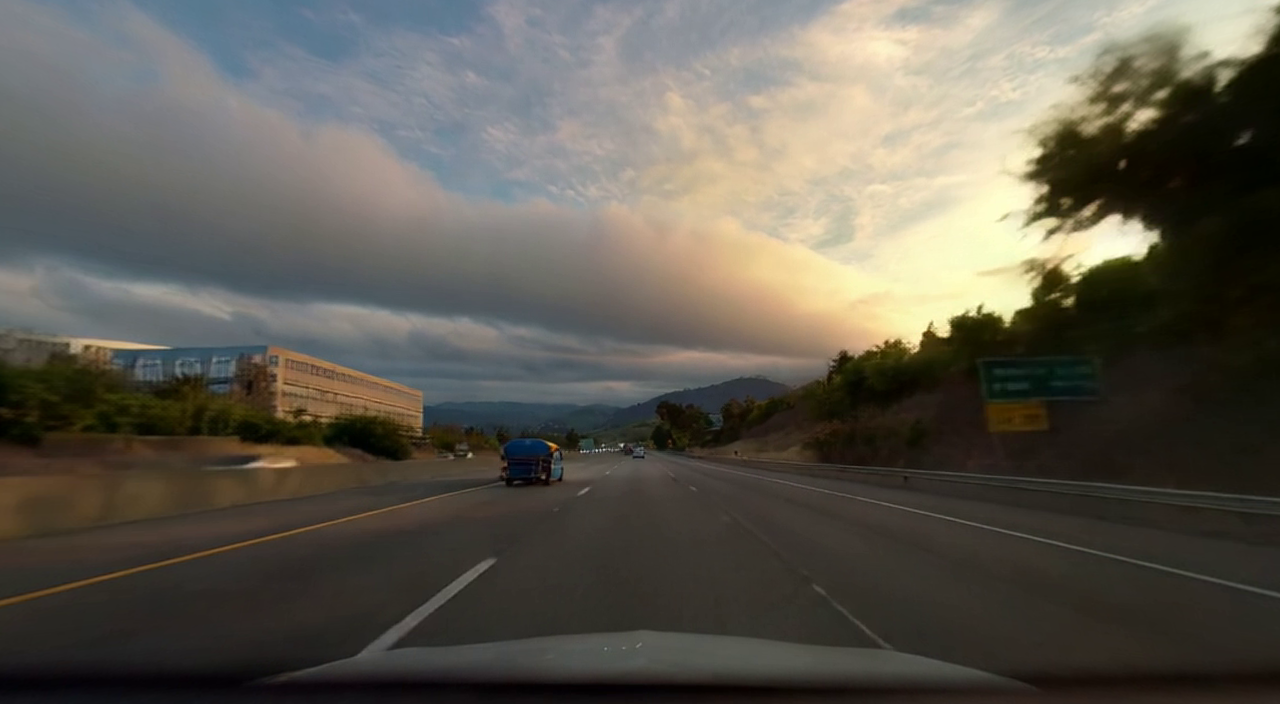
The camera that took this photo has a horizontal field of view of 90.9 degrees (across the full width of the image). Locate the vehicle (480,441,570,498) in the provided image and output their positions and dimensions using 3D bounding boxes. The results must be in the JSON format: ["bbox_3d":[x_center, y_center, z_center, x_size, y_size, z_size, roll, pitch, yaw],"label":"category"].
[{"bbox_3d":[-3.433,3.597,19.549,1.965,1.556,3.971,0,-9,1],"label":"vehicle"}]

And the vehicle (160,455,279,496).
[{"bbox_3d":[-16.168,4.729,24.539,1.800,1.424,4.187,0,-9,-1],"label":"vehicle"}]
